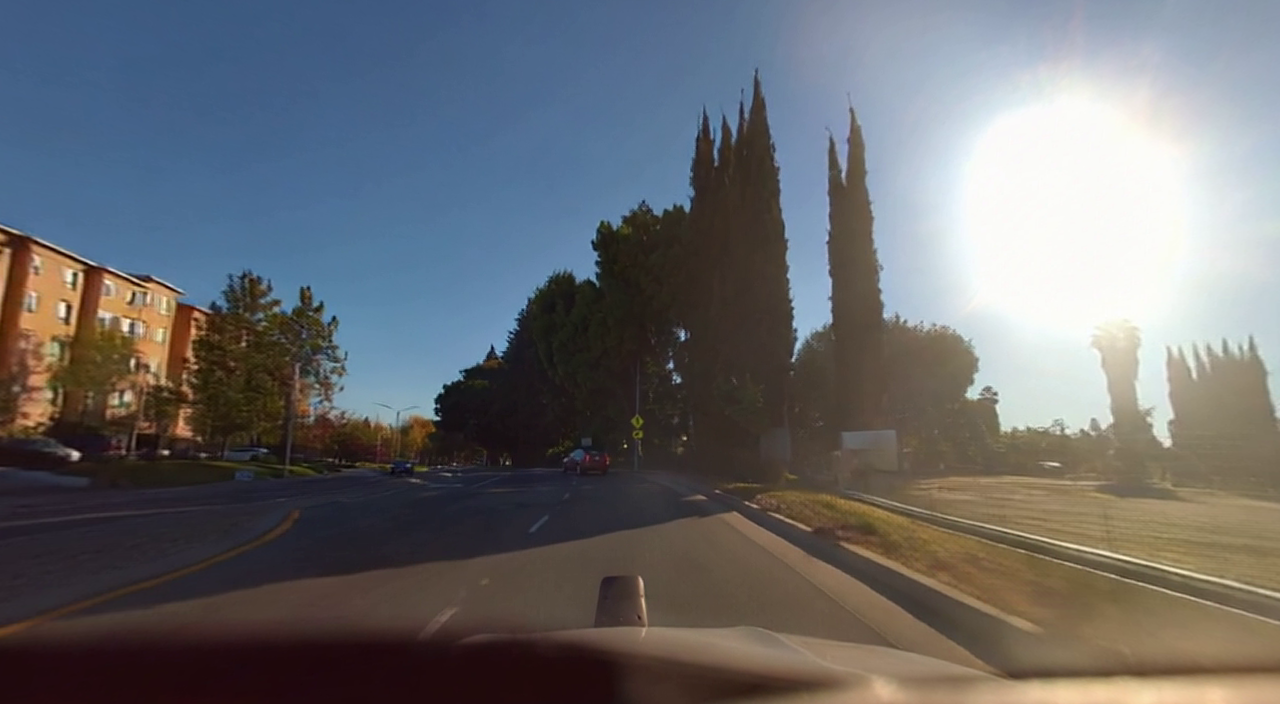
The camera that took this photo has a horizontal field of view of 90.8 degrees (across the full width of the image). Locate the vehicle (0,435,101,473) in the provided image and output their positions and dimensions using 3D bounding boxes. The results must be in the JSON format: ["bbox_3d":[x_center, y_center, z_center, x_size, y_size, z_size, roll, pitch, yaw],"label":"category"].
[{"bbox_3d":[-29.127,4.905,30.511,4.816,1.696,2.323,-3,-9,17],"label":"vehicle"}]
